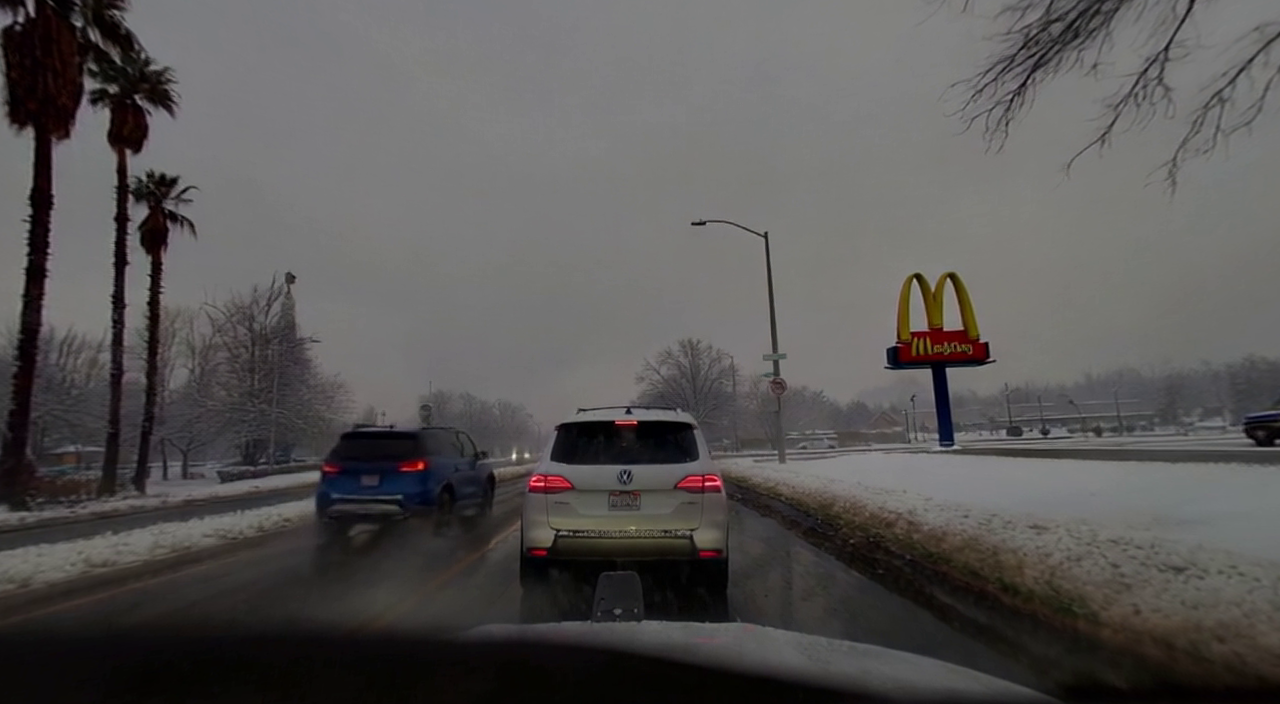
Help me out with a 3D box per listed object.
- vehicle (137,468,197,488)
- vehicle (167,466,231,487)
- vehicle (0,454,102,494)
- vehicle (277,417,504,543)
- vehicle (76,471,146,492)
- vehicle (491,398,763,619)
[{"bbox_3d":[-35.612,9.479,47.660,1.641,1.375,3.640,0,-9,0],"label":"vehicle"},{"bbox_3d":[-33.271,9.392,47.789,1.792,1.439,3.952,-1,-9,3],"label":"vehicle"},{"bbox_3d":[-28.089,5.564,29.025,4.584,1.714,2.186,4,-10,-28],"label":"vehicle"},{"bbox_3d":[-4.024,2.155,11.285,2.181,1.771,4.567,0,-9,0],"label":"vehicle"},{"bbox_3d":[-39.925,9.765,47.825,1.602,1.400,4.220,0,-9,1],"label":"vehicle"},{"bbox_3d":[-0.140,1.526,7.027,2.137,1.728,3.926,0,-9,-1],"label":"vehicle"}]
